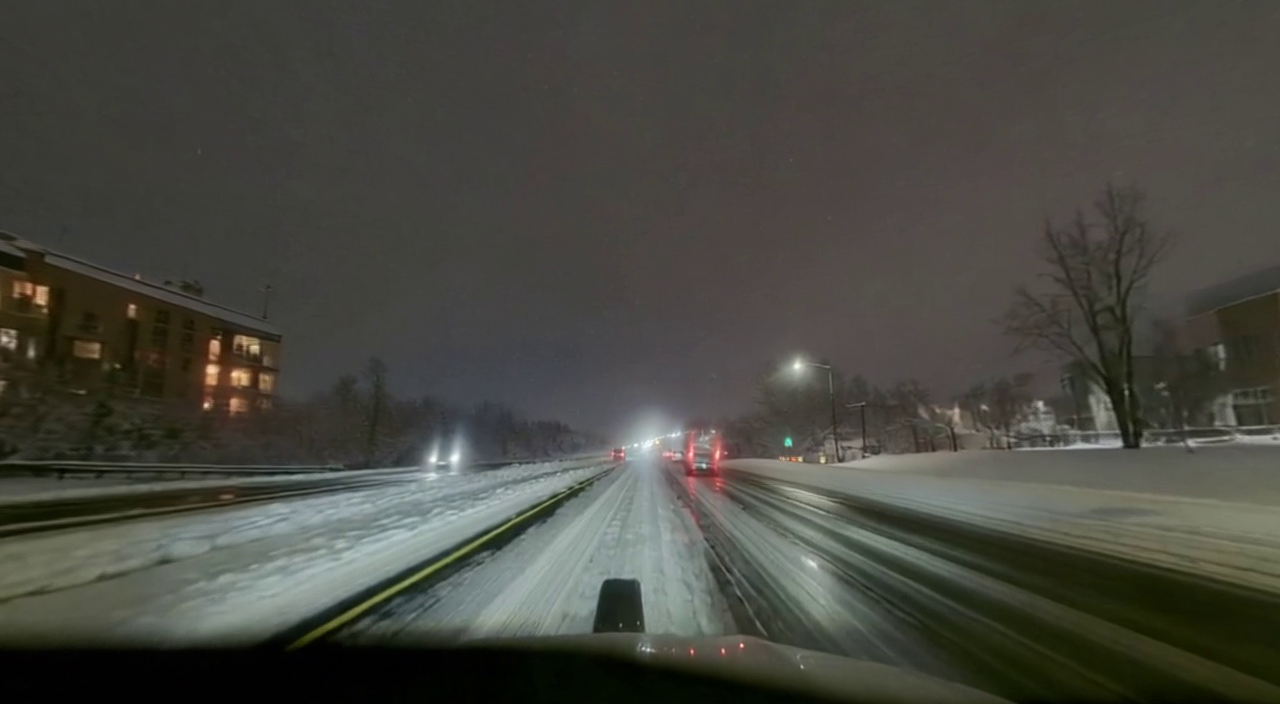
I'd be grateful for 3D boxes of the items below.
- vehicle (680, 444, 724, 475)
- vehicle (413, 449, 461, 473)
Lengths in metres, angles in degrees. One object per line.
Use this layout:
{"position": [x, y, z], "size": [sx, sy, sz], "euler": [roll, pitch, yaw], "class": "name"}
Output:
{"position": [3.355, 5.939, 35.043], "size": [1.974, 1.557, 4.479], "euler": [0, -9, 0], "class": "vehicle"}
{"position": [-13.718, 7.354, 42.774], "size": [1.749, 1.521, 4.263], "euler": [0, -9, 2], "class": "vehicle"}
